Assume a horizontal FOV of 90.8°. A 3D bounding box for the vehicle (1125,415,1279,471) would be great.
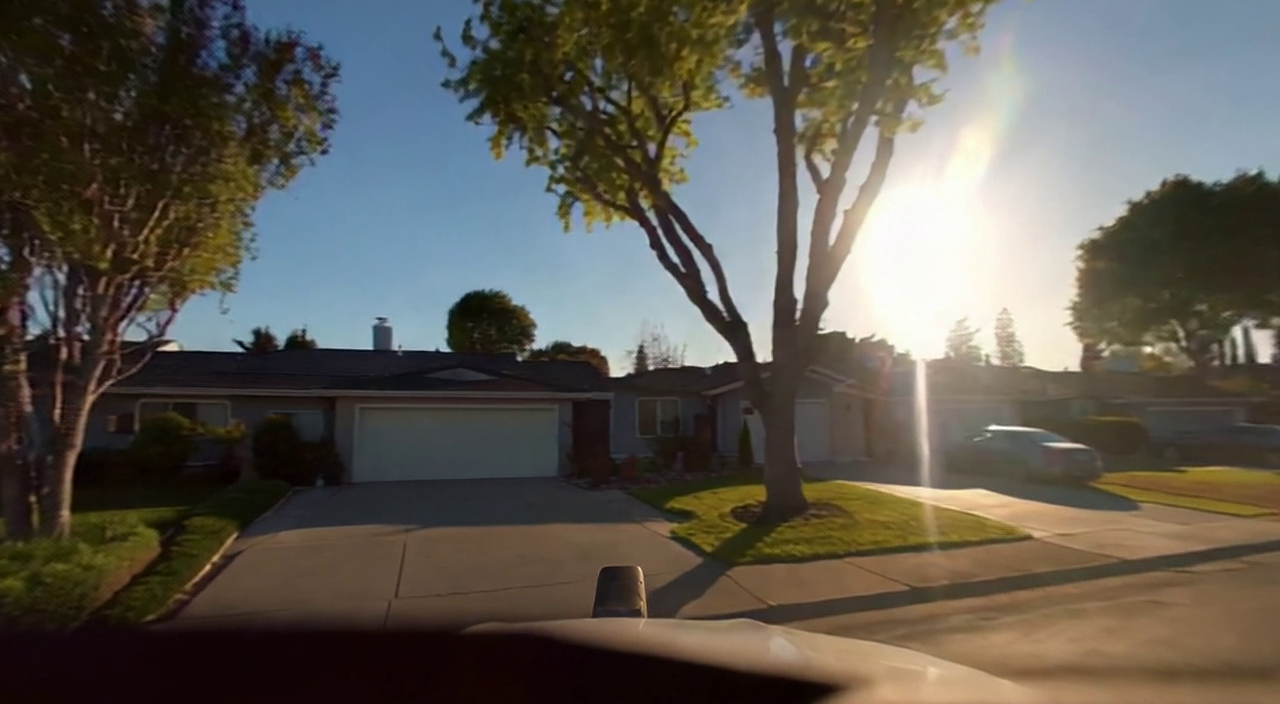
[{"bbox_3d":[17.592,2.616,18.568,1.807,1.485,4.916,4,-6,-27],"label":"vehicle"}]
